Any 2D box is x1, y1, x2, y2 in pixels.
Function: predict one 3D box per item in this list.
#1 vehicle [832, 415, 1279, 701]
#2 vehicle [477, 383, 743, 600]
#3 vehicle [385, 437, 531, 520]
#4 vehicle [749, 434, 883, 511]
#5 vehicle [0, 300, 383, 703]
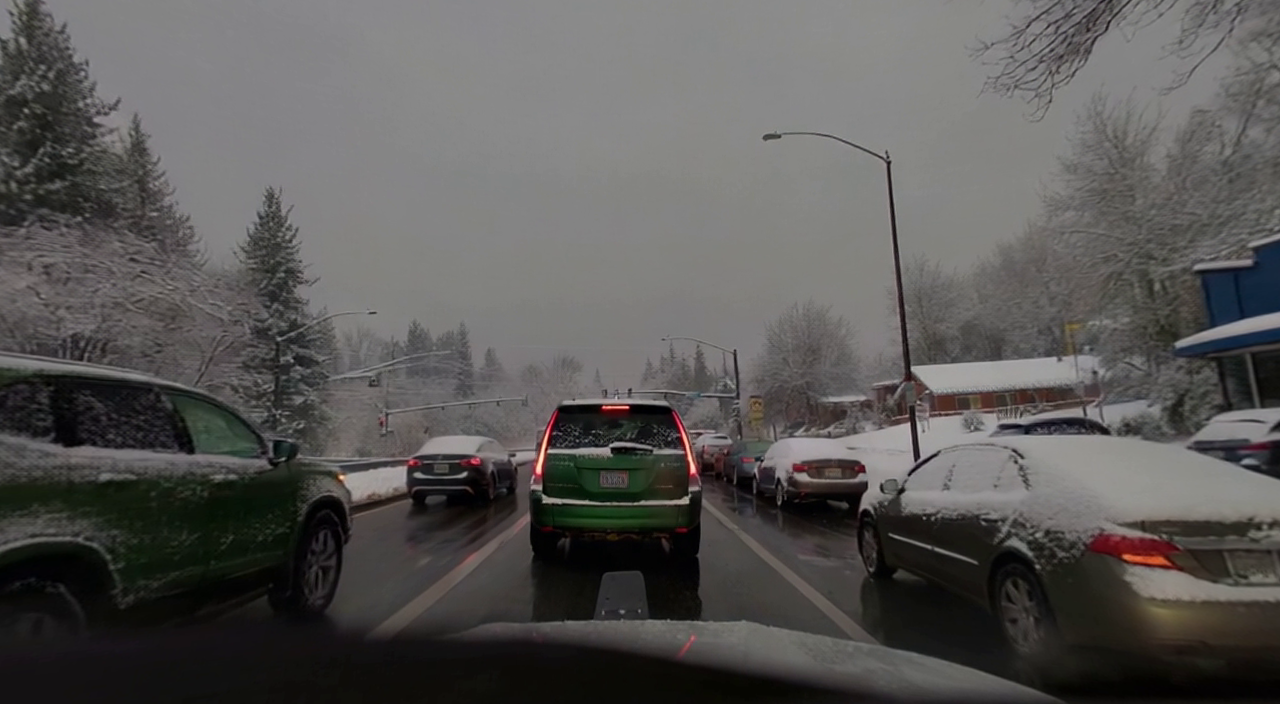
[{"bbox_3d":[3.370,1.401,5.553,1.900,1.477,4.352,0,-8,-1],"label":"vehicle"},{"bbox_3d":[-0.297,1.487,7.514,2.238,1.825,4.190,0,-9,-1],"label":"vehicle"},{"bbox_3d":[-3.622,2.580,13.433,1.849,1.451,4.218,0,-9,0],"label":"vehicle"},{"bbox_3d":[3.913,2.744,14.873,1.875,1.521,4.192,0,-8,-1],"label":"vehicle"},{"bbox_3d":[-3.611,0.941,3.827,2.231,1.853,4.461,0,-9,0],"label":"vehicle"}]
